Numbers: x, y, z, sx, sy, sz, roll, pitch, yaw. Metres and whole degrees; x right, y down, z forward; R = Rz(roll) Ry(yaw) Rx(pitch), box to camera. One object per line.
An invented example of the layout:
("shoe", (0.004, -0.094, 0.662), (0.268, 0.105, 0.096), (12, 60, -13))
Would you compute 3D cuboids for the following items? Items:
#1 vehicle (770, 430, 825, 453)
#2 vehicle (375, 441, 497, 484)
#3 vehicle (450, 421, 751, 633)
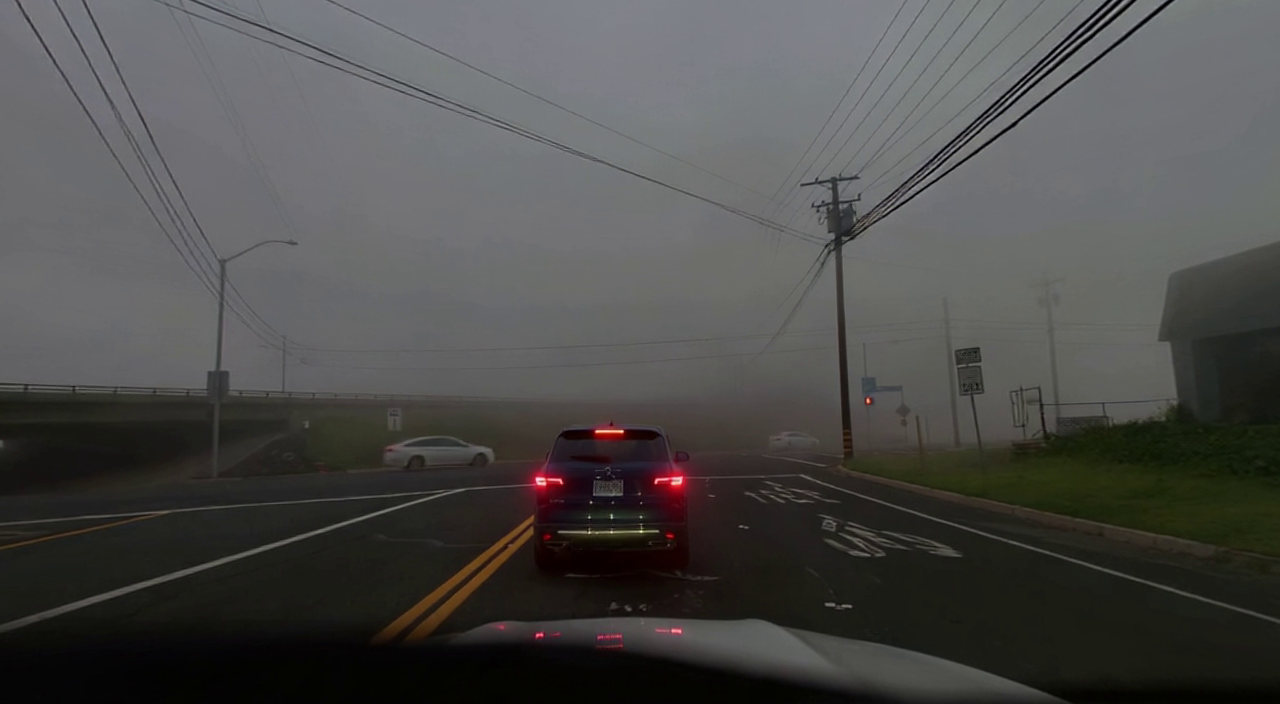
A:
("vehicle", (12.051, 6.859, 48.041), (1.986, 1.667, 4.748), (-8, -12, 43))
("vehicle", (-8.446, 4.556, 26.402), (1.901, 1.637, 4.435), (-9, -12, 44))
("vehicle", (-0.240, 1.526, 6.470), (2.090, 1.458, 4.033), (-1, -9, 1))
